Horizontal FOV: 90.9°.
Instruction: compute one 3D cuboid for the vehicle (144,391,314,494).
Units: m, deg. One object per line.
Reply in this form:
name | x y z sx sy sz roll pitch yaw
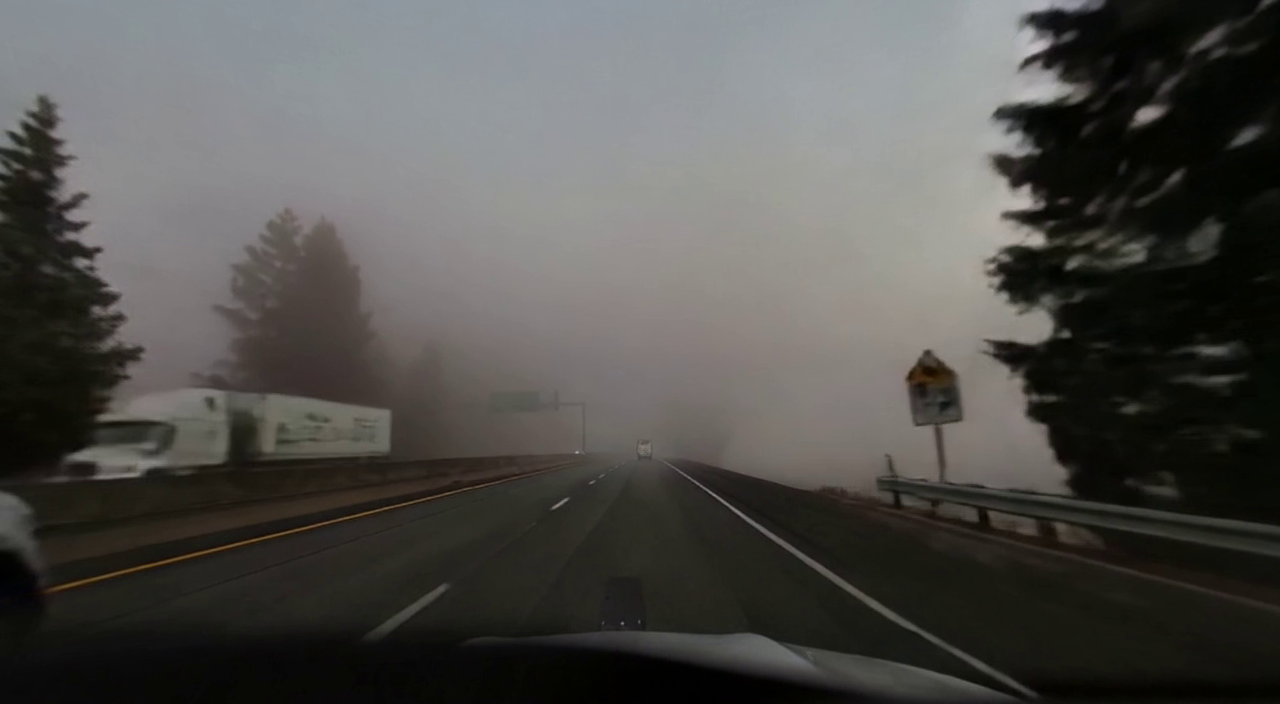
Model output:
vehicle | -17.489 3.926 27.451 3.114 3.968 5.995 0 -9 0
